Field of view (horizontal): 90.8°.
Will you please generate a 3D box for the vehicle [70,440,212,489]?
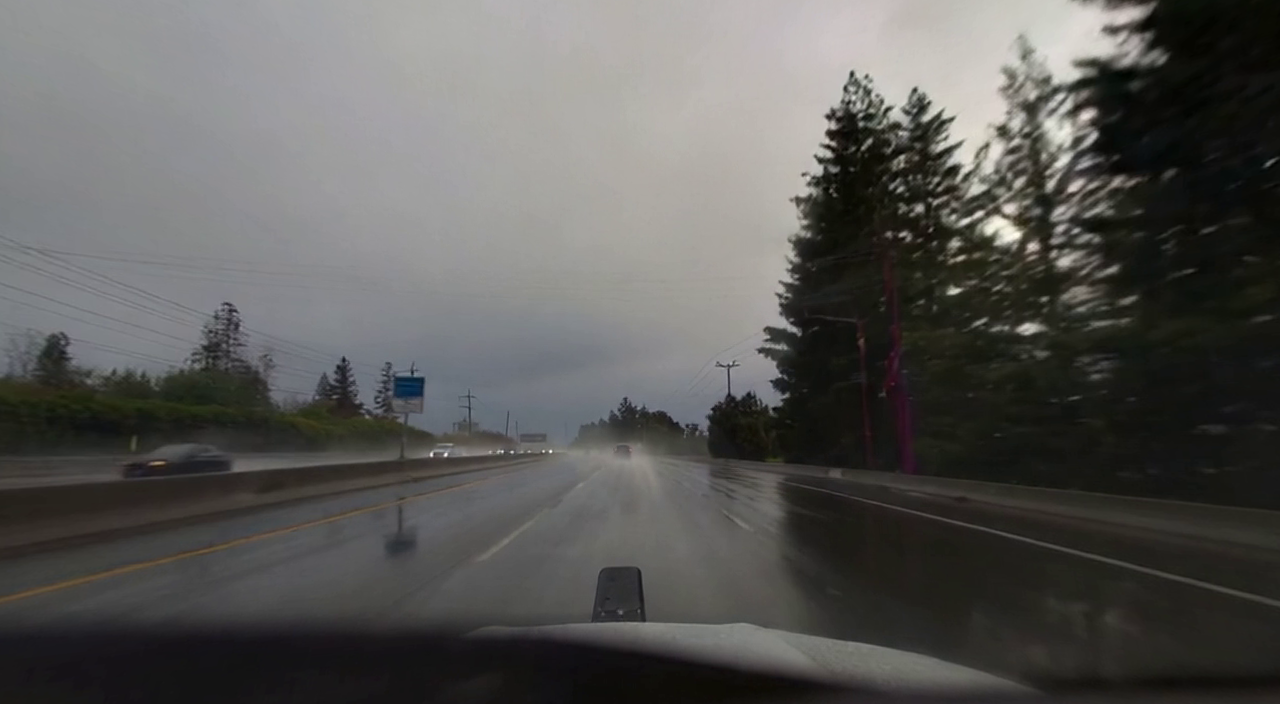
[{"bbox_3d":[-18.075,4.094,23.179,1.924,1.616,4.019,0,-9,-1],"label":"vehicle"}]
